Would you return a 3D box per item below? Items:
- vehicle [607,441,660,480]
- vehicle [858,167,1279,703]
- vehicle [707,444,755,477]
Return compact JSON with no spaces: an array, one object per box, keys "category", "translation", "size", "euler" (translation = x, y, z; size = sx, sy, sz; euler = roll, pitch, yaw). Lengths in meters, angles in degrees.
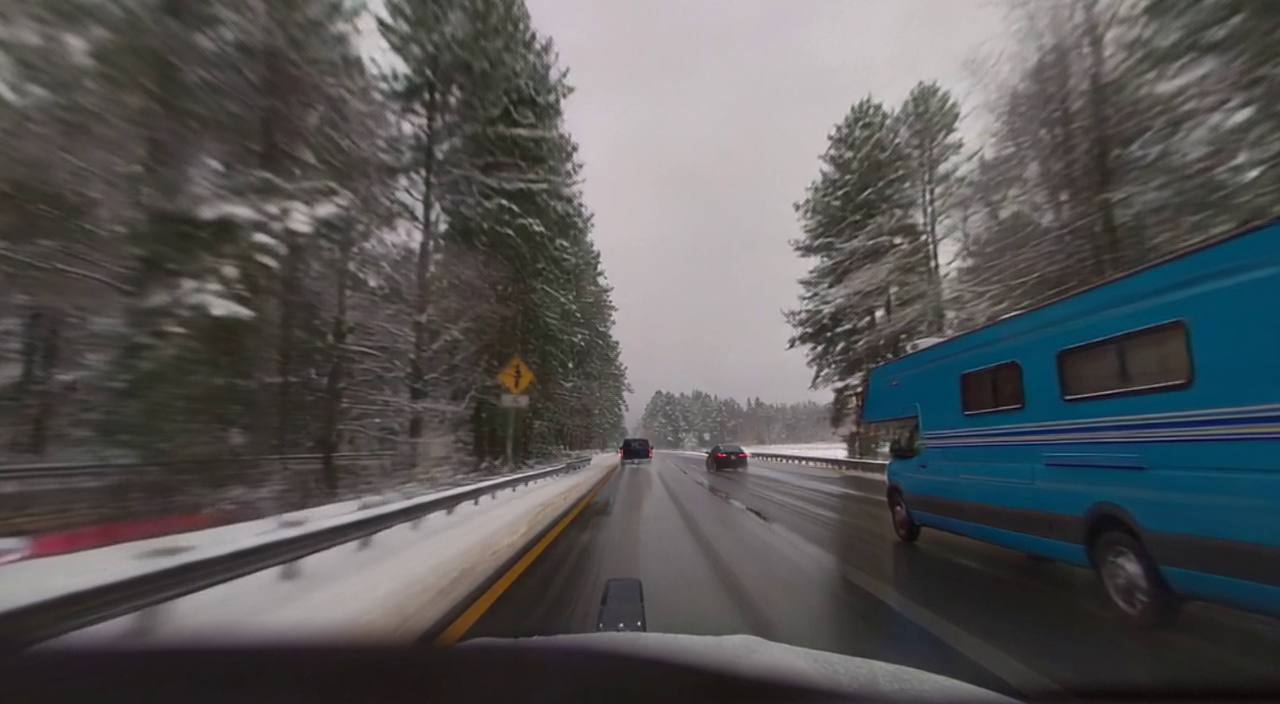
[{"category":"vehicle","translation":[-0.259,4.688,27.399],"size":[2.120,1.575,4.018],"euler":[0,-9,0]},{"category":"vehicle","translation":[4.719,0.894,6.010],"size":[2.745,2.832,7.035],"euler":[1,-9,0]},{"category":"vehicle","translation":[4.277,5.174,30.105],"size":[1.757,1.459,3.398],"euler":[0,-9,-1]}]
